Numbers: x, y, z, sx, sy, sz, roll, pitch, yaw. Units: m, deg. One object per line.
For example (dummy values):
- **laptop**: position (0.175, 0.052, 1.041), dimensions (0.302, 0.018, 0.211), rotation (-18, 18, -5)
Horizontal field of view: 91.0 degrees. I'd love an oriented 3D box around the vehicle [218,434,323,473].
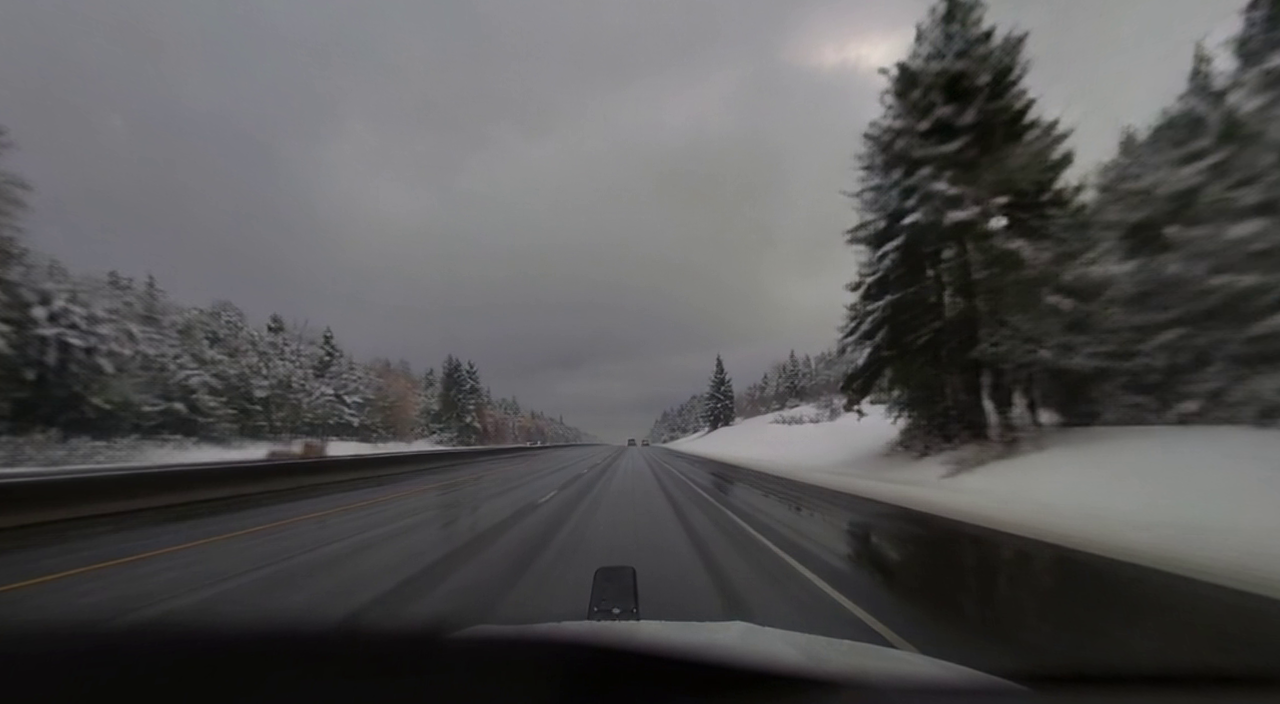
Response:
- **vehicle**: position (-15.011, 4.126, 25.843), dimensions (1.834, 1.447, 4.030), rotation (0, -8, 0)
